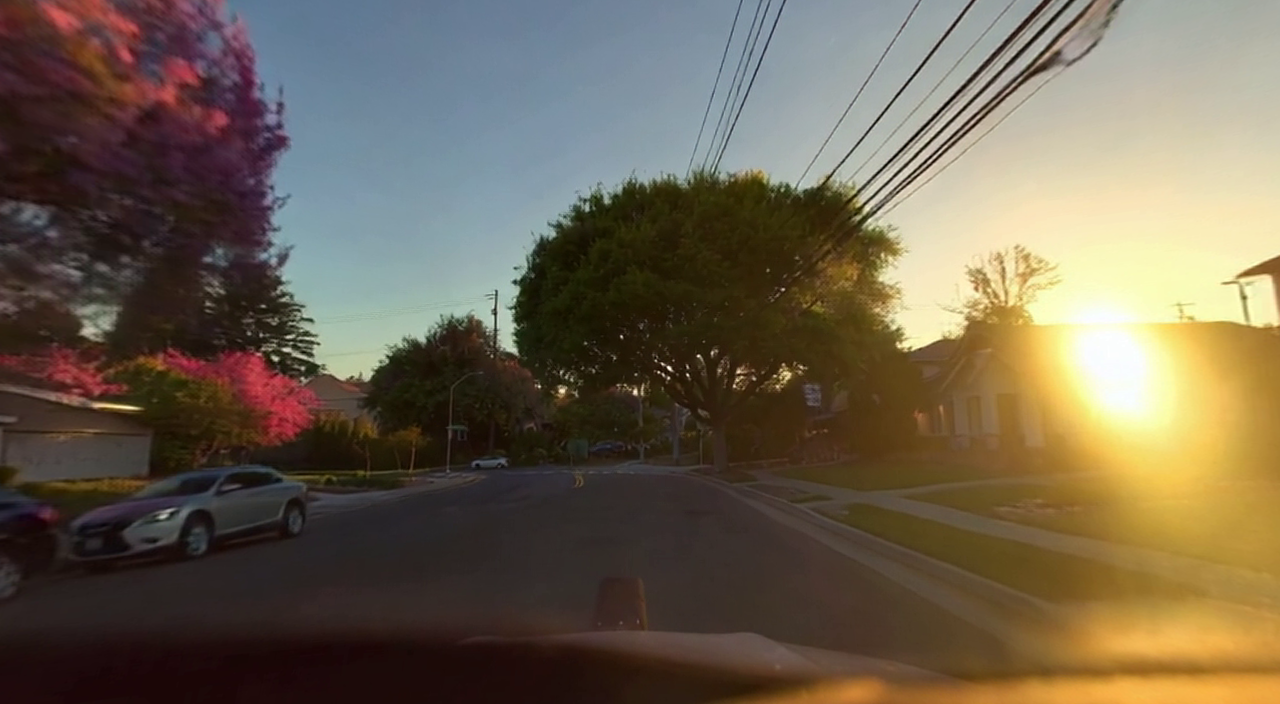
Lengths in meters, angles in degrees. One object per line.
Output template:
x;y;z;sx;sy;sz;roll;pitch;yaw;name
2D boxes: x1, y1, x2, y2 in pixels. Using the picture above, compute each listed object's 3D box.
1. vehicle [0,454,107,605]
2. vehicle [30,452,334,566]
-7.484;1.631;5.279;2.034;1.493;4.524;0;-9;1;vehicle
-7.245;2.470;10.729;1.896;1.484;4.298;0;-9;1;vehicle
